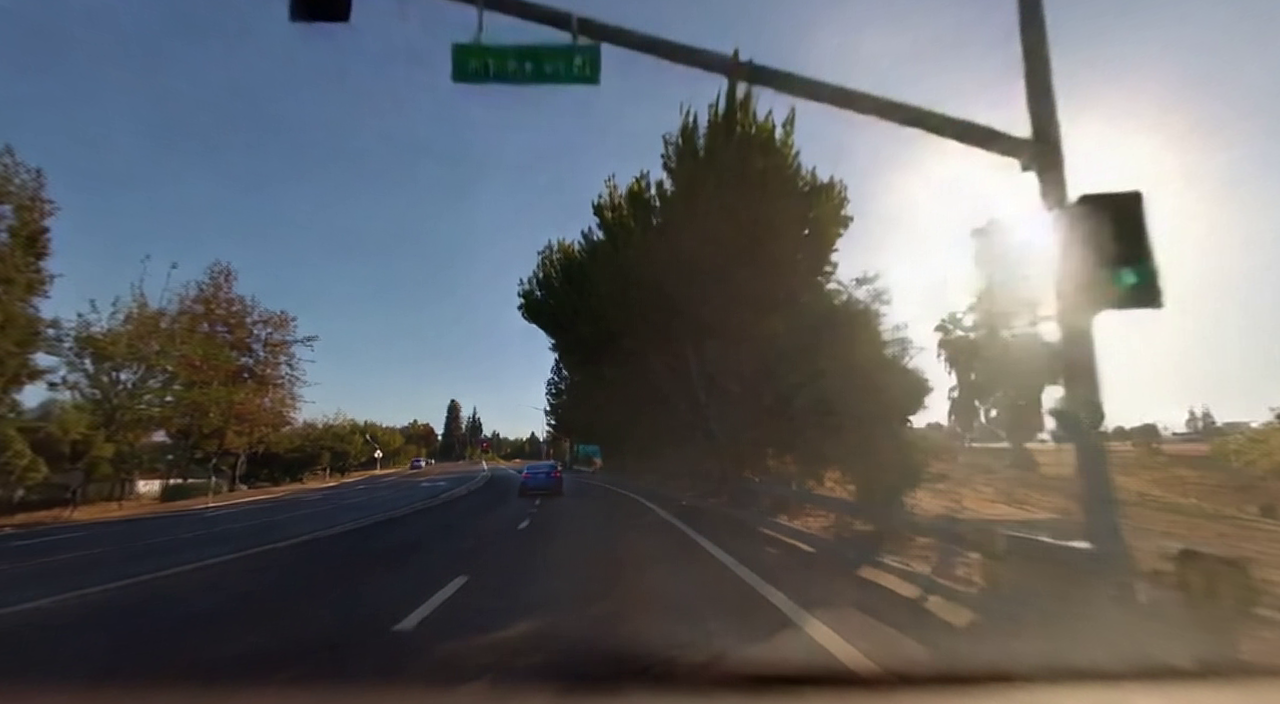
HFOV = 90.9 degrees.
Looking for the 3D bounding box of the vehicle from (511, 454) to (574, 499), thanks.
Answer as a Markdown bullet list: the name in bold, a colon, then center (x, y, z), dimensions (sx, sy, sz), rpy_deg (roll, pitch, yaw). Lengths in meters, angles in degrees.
- **vehicle**: center (-3.802, 4.714, 24.252), dimensions (2.148, 1.521, 4.089), rpy_deg (2, -9, -10)
